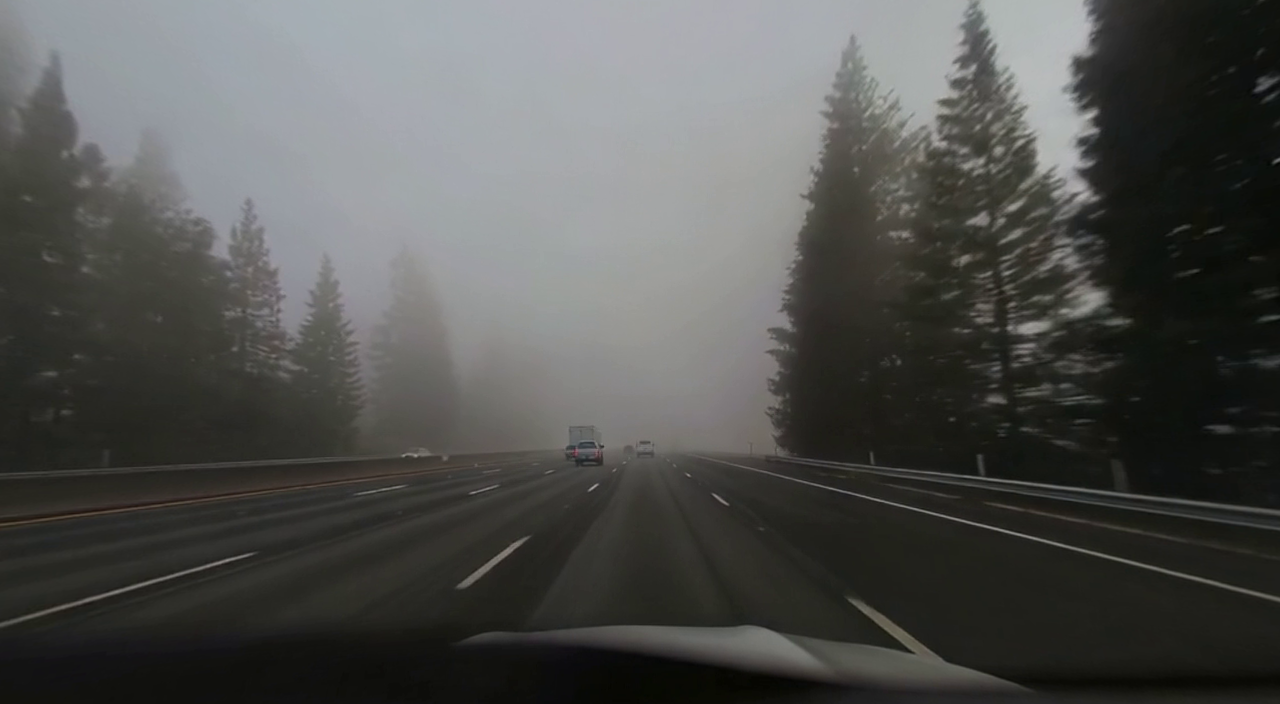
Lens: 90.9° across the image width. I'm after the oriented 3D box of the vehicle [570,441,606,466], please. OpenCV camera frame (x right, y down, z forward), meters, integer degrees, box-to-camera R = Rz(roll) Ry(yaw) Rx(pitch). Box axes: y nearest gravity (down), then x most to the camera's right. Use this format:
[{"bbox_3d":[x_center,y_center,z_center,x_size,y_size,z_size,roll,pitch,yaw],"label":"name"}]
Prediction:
[{"bbox_3d":[-3.467,6.833,42.654,1.993,1.589,3.898,0,-8,1],"label":"vehicle"}]
